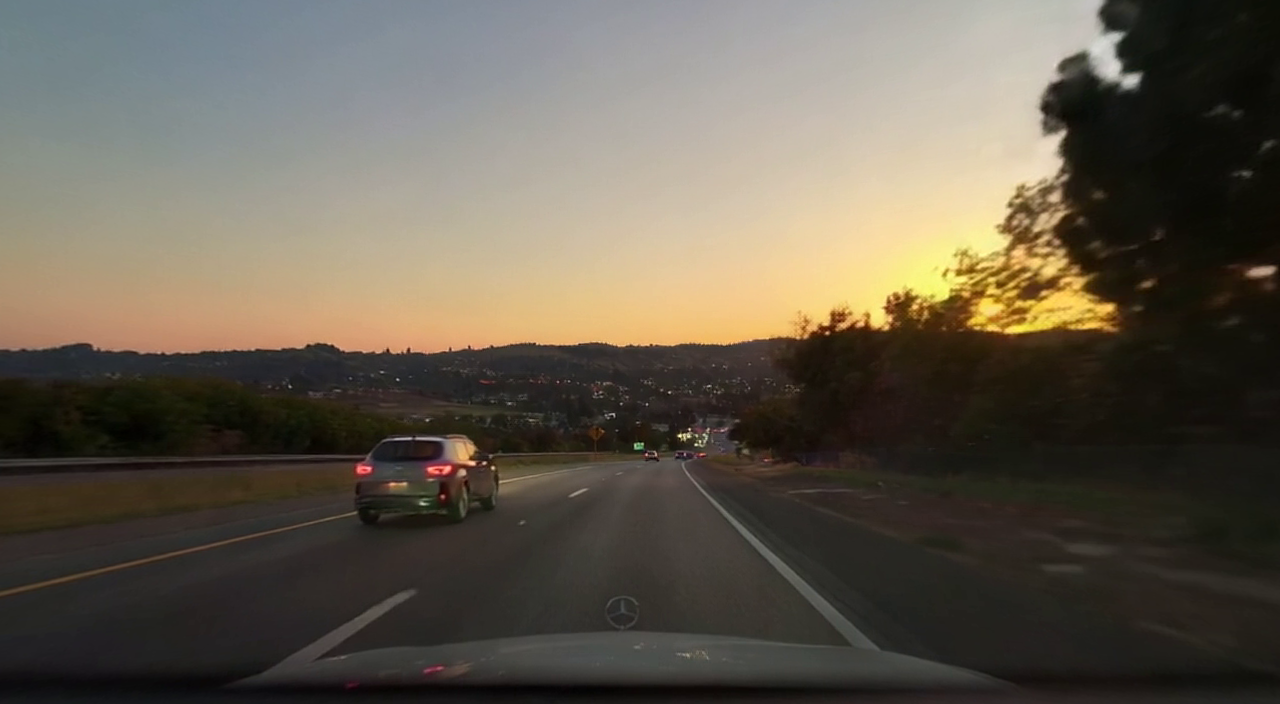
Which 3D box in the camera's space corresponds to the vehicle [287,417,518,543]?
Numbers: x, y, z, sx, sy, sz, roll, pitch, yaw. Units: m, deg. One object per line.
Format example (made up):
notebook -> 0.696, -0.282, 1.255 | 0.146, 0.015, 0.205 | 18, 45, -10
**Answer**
vehicle -> -3.849, 2.182, 11.390 | 2.193, 1.771, 4.757 | 0, -9, 2
